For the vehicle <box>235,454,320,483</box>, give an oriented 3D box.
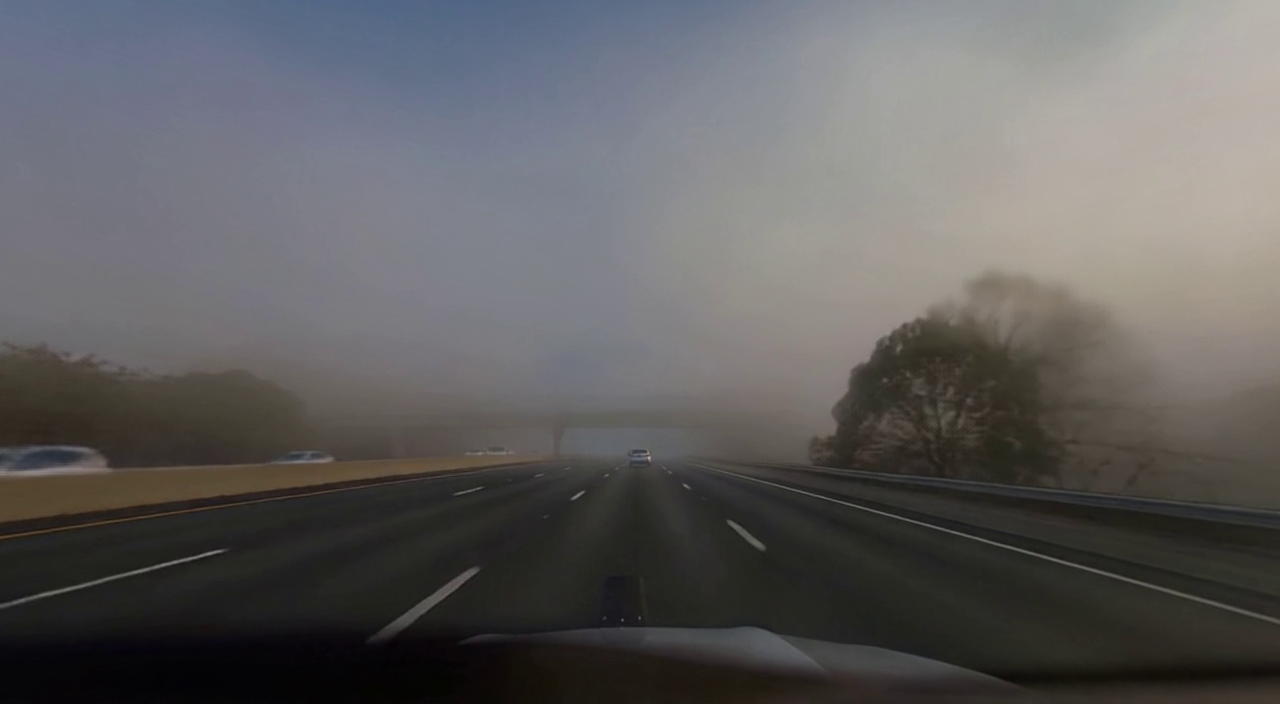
[{"bbox_3d":[-19.596,6.316,34.311,1.936,1.423,4.438,0,-9,1],"label":"vehicle"}]
